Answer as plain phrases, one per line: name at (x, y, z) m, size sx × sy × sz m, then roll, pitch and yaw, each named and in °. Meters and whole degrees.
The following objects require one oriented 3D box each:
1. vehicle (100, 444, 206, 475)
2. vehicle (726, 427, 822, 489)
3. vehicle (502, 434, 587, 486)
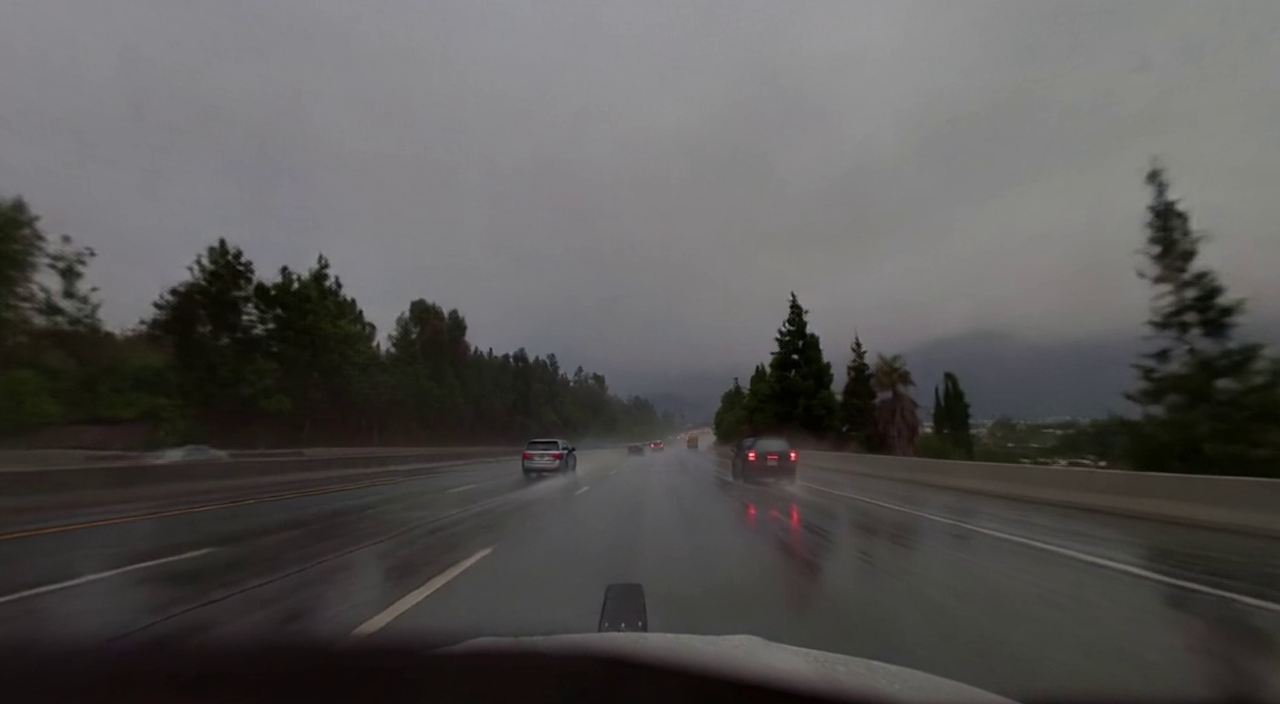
vehicle at (-25.034, 5.508, 32.506) m, size 1.801 × 1.472 × 4.519 m, roll 0°, pitch -8°, yaw 2°
vehicle at (4.191, 3.397, 20.448) m, size 2.149 × 1.796 × 4.487 m, roll 0°, pitch -8°, yaw 0°
vehicle at (-3.174, 3.695, 21.818) m, size 2.166 × 1.608 × 4.297 m, roll 0°, pitch -8°, yaw 2°
